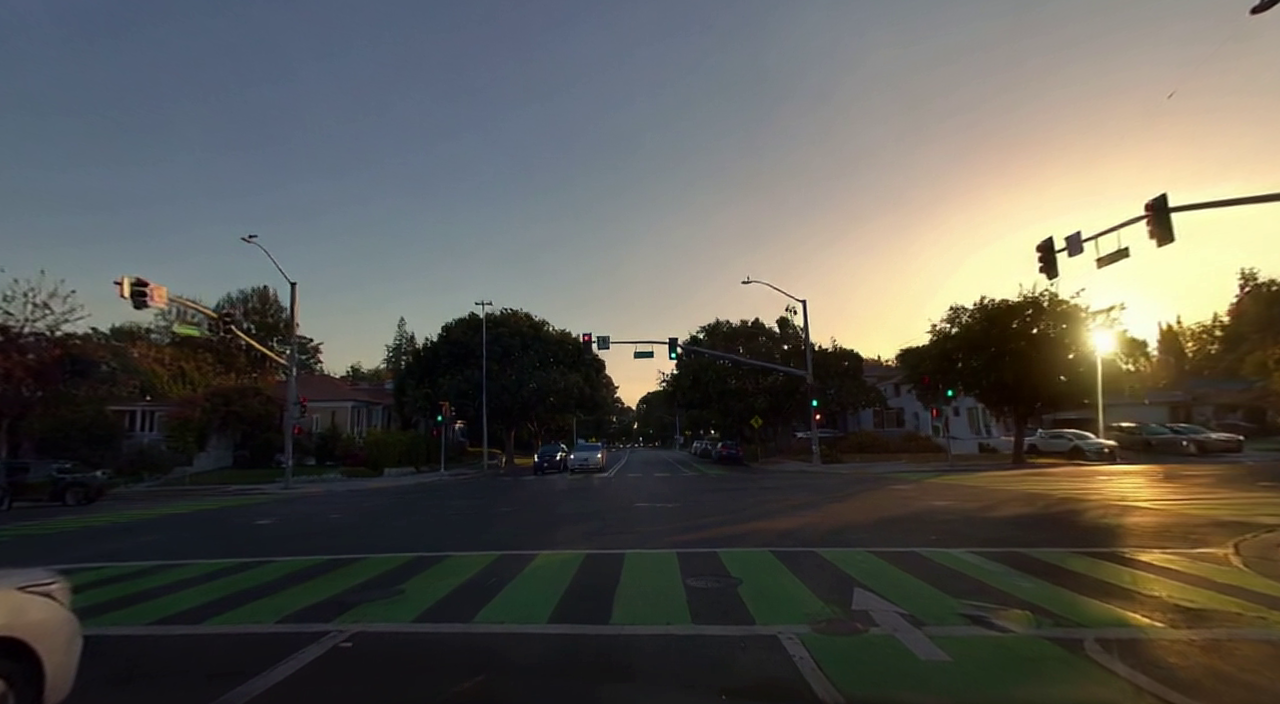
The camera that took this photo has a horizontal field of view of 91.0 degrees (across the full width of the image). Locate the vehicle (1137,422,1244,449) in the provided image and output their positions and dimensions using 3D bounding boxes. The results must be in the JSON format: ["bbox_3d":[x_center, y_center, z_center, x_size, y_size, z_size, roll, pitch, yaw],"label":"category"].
[{"bbox_3d":[30.189,4.656,34.738,1.837,1.396,4.695,-1,-8,3],"label":"vehicle"}]

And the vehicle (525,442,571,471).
[{"bbox_3d":[-5.672,6.496,39.388,1.982,1.686,4.195,-1,-9,4],"label":"vehicle"}]

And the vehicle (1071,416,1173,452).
[{"bbox_3d":[26.392,4.557,34.676,2.033,1.821,4.542,-1,-8,2],"label":"vehicle"}]

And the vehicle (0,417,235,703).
[{"bbox_3d":[-3.414,0.846,1.320,1.904,1.489,4.746,0,-8,1],"label":"vehicle"}]

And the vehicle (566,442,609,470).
[{"bbox_3d":[-2.912,5.888,35.833,1.982,1.472,4.103,-1,-8,2],"label":"vehicle"}]

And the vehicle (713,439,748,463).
[{"bbox_3d":[6.232,6.877,43.681,1.891,1.584,3.802,0,-8,1],"label":"vehicle"}]

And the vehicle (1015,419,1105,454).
[{"bbox_3d":[23.227,4.734,35.029,1.964,1.759,4.583,-1,-8,3],"label":"vehicle"}]
